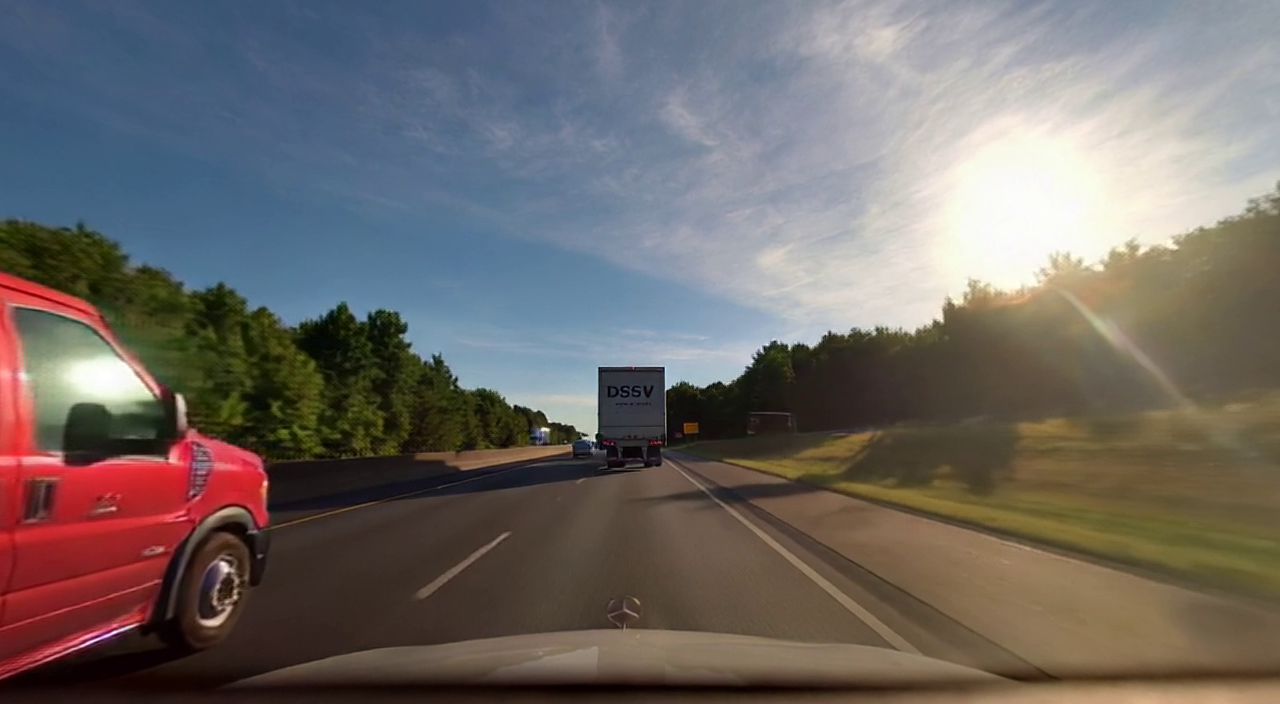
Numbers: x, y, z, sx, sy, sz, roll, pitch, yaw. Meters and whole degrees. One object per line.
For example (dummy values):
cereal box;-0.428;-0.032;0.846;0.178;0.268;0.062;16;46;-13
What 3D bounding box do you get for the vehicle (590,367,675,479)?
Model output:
vehicle;-0.410;3.217;27.438;2.969;3.957;10.270;0;-8;-2
